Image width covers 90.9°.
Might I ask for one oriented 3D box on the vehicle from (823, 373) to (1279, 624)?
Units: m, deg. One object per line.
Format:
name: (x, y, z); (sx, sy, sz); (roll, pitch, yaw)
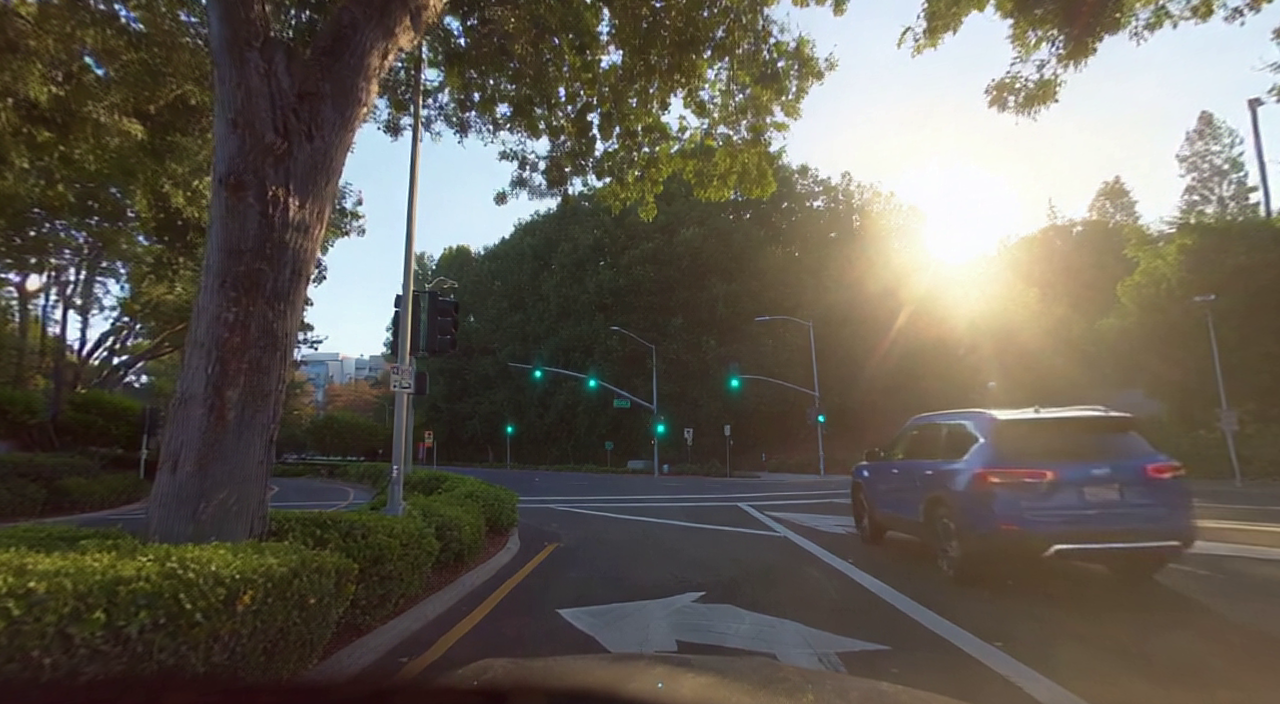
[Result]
vehicle: (3.913, 1.391, 7.043); (2.284, 1.788, 4.871); (0, -8, 0)
